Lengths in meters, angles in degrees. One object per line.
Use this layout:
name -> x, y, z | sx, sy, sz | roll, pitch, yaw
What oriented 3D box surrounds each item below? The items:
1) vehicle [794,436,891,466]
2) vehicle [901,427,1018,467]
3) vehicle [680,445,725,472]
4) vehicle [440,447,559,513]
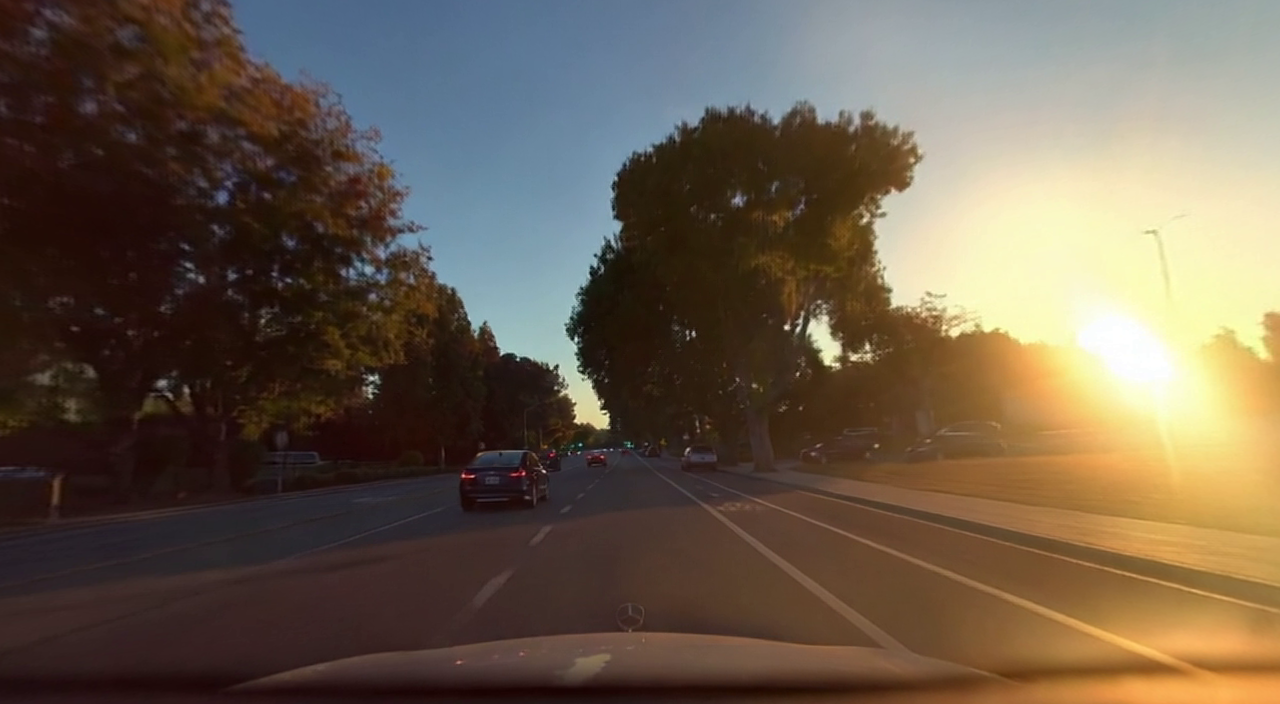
vehicle -> 11.356, 5.567, 35.588 | 4.766, 1.585, 2.020 | 0, -8, -4
vehicle -> 14.043, 4.193, 27.890 | 3.965, 1.543, 2.021 | -2, -8, -1
vehicle -> 3.904, 6.742, 40.180 | 2.107, 1.620, 4.793 | 0, -8, -3
vehicle -> -3.468, 3.232, 16.474 | 2.099, 1.470, 4.302 | 0, -8, 0
